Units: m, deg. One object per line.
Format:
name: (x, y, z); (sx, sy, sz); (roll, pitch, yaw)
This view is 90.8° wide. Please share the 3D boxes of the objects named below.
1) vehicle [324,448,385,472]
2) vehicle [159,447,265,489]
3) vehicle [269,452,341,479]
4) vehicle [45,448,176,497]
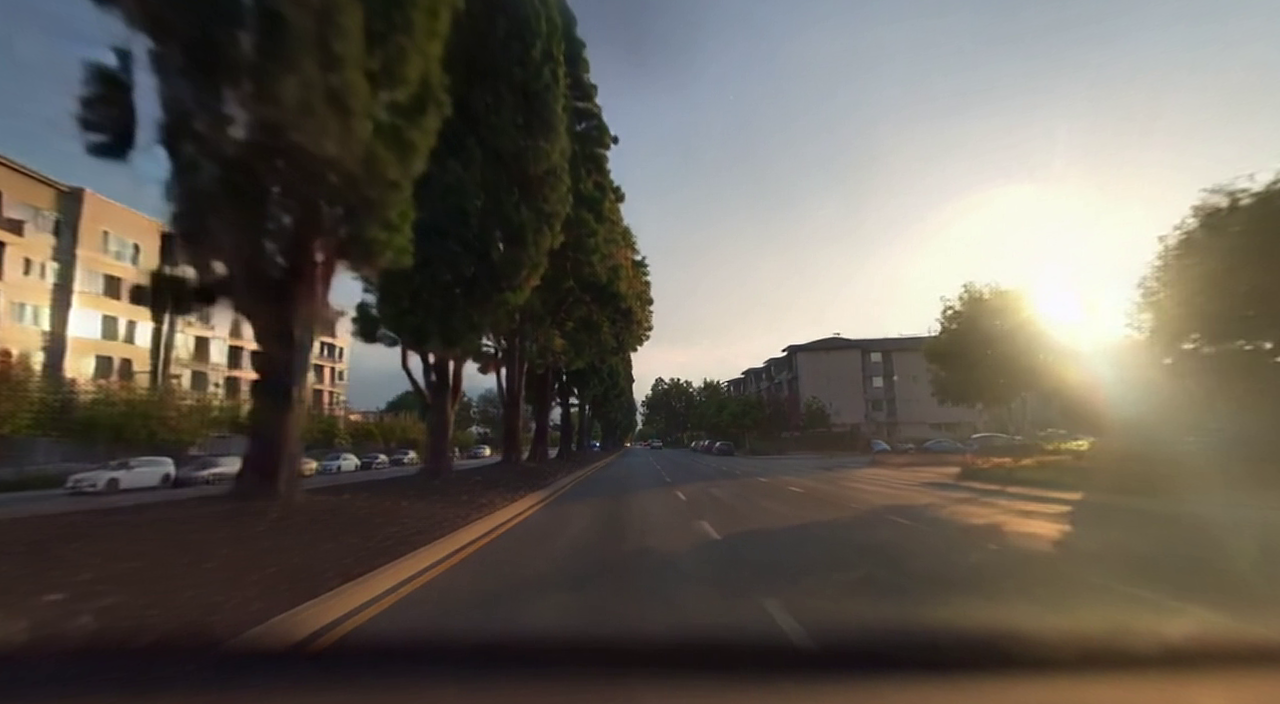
vehicle: (-19.731, 7.530, 43.902); (1.920, 1.561, 4.654); (-1, -10, 2)
vehicle: (-21.211, 5.742, 31.604); (1.879, 1.757, 4.656); (-2, -7, 3)
vehicle: (-20.328, 6.852, 38.529); (1.798, 1.487, 4.486); (0, -8, 2)
vehicle: (-22.038, 4.997, 26.565); (1.863, 1.845, 4.073); (0, -8, 1)
